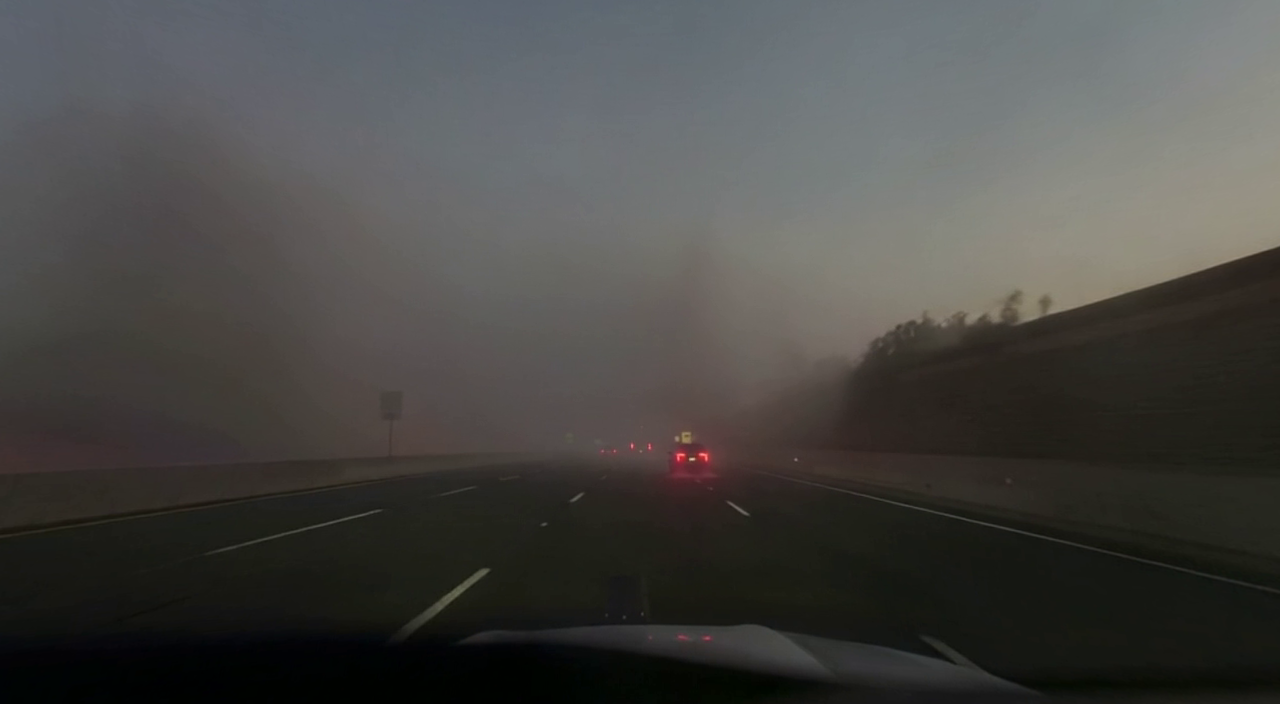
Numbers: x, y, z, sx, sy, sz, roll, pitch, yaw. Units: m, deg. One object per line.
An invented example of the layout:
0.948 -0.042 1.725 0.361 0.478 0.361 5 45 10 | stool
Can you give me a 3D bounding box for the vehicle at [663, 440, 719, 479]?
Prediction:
2.130 4.659 27.505 1.973 1.536 4.337 0 -9 -1 | vehicle
